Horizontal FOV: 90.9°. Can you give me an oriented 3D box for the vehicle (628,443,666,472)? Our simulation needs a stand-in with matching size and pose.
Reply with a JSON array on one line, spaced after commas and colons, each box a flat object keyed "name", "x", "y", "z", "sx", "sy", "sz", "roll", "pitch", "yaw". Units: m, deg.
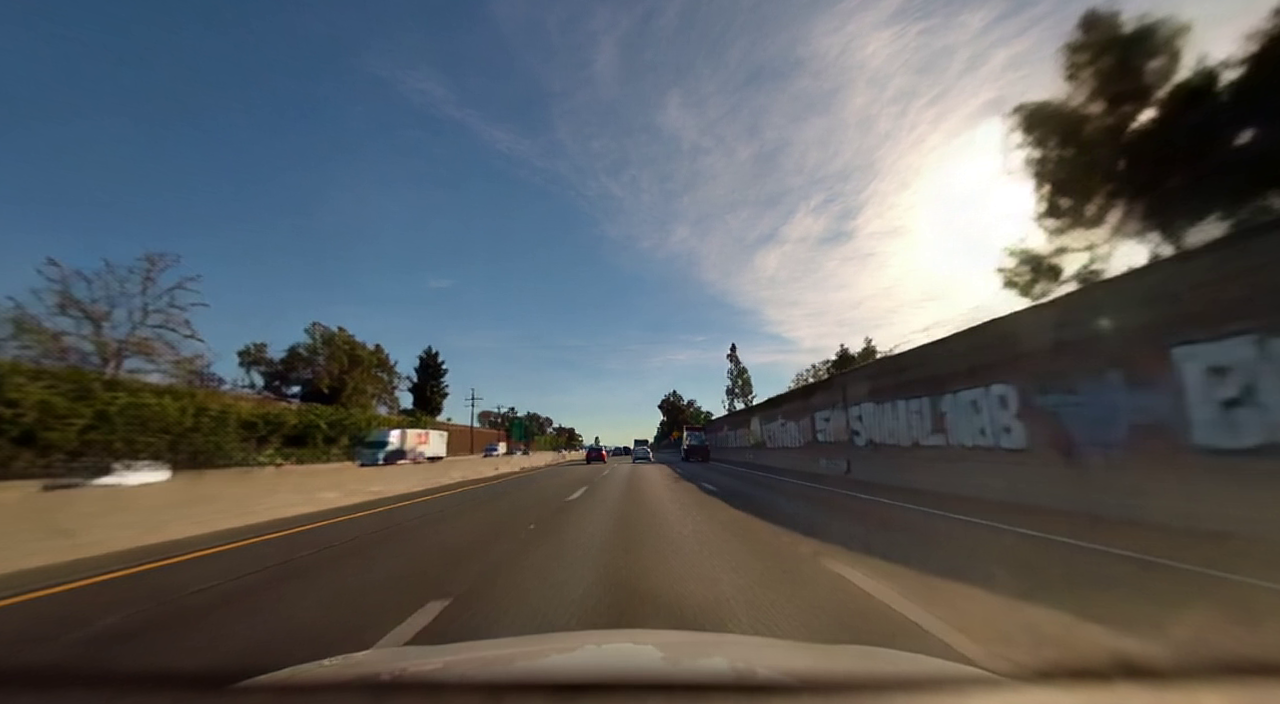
[{"name": "vehicle", "x": 0.343, "y": 5.813, "z": 34.866, "sx": 2.009, "sy": 1.506, "sz": 4.091, "roll": 0, "pitch": -9, "yaw": -1}]

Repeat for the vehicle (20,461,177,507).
[{"name": "vehicle", "x": -20.243, "y": 4.917, "z": 23.872, "sx": 1.843, "sy": 1.479, "sz": 4.544, "roll": -1, "pitch": -9, "yaw": 1}]

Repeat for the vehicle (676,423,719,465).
[{"name": "vehicle", "x": 4.254, "y": 7.015, "z": 47.906, "sx": 2.549, "sy": 2.931, "sz": 6.310, "roll": 0, "pitch": -9, "yaw": -1}]

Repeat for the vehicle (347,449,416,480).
[{"name": "vehicle", "x": -13.115, "y": 5.706, "z": 32.271, "sx": 1.788, "sy": 1.470, "sz": 4.039, "roll": 0, "pitch": -9, "yaw": 0}]
